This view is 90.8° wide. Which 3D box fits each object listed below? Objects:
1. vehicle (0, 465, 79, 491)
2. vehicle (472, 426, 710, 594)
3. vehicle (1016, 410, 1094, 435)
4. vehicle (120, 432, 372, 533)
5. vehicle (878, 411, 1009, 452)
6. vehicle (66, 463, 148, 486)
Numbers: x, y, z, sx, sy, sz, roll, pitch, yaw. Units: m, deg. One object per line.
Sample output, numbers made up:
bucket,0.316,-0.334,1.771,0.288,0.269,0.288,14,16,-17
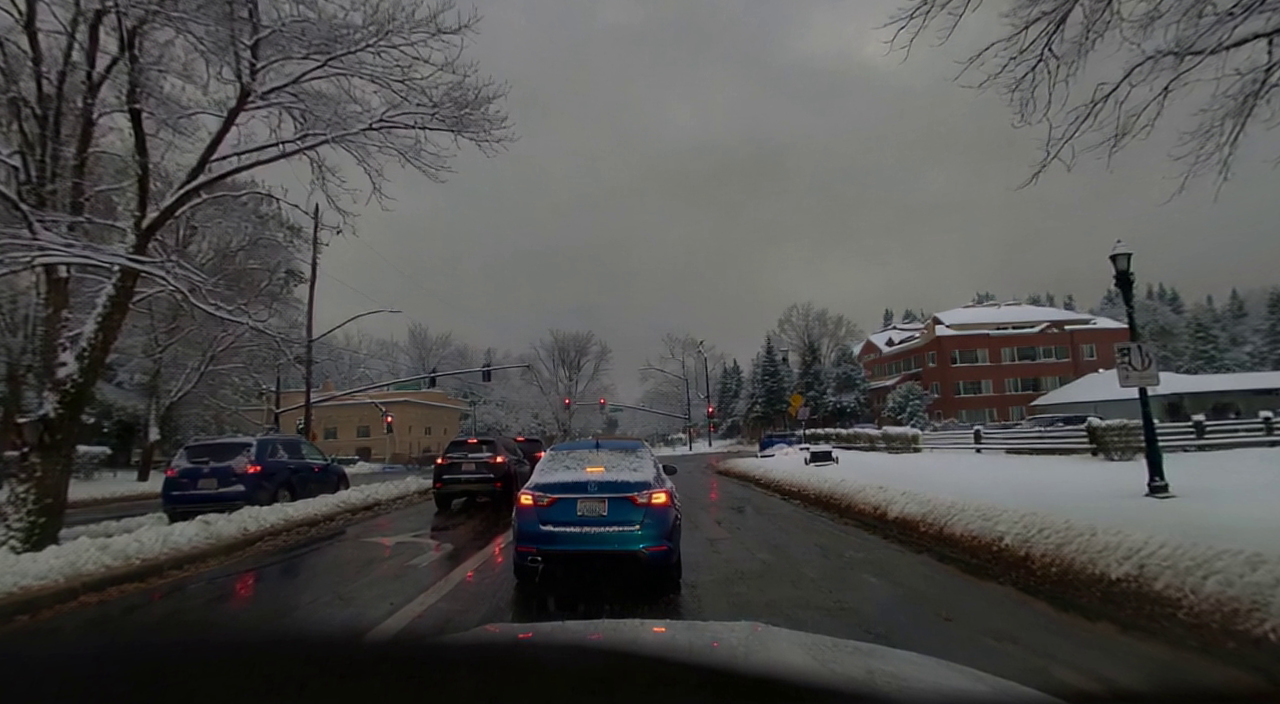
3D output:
vehicle,-36.652,7.546,37.971,4.093,1.440,1.804,0,-9,-1
vehicle,-0.419,1.706,7.647,2.104,1.472,3.946,0,-9,0
vehicle,30.371,5.231,46.401,4.627,1.671,1.929,-5,-10,30
vehicle,-7.264,2.427,12.353,2.096,1.593,4.288,0,-9,1
vehicle,13.934,3.700,29.231,4.975,1.809,1.956,0,-9,1
vehicle,-36.476,8.370,43.288,3.918,1.423,1.861,-1,-9,2
